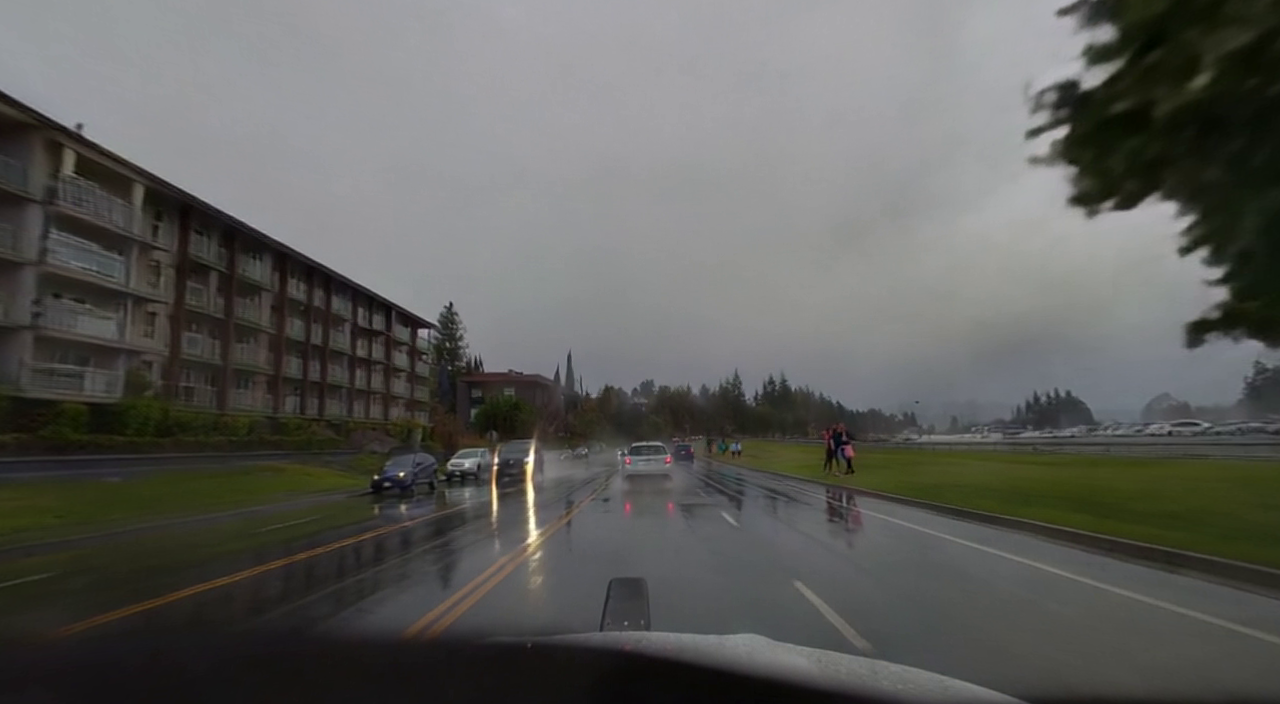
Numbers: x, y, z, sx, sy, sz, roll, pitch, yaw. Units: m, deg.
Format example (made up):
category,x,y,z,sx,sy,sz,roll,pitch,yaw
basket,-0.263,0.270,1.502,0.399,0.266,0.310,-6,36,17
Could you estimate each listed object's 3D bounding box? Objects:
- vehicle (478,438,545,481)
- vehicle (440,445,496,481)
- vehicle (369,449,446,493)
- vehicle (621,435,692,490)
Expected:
category,x,y,z,sx,sy,sz,roll,pitch,yaw
vehicle,-5.956,5.050,29.887,2.065,1.838,4.846,-1,-8,1
vehicle,-10.051,6.484,37.138,2.032,1.833,4.465,-3,-8,0
vehicle,-10.190,5.202,27.931,1.932,1.607,4.191,-5,-8,-2
vehicle,0.491,3.623,20.959,2.132,1.632,3.838,0,-8,0
